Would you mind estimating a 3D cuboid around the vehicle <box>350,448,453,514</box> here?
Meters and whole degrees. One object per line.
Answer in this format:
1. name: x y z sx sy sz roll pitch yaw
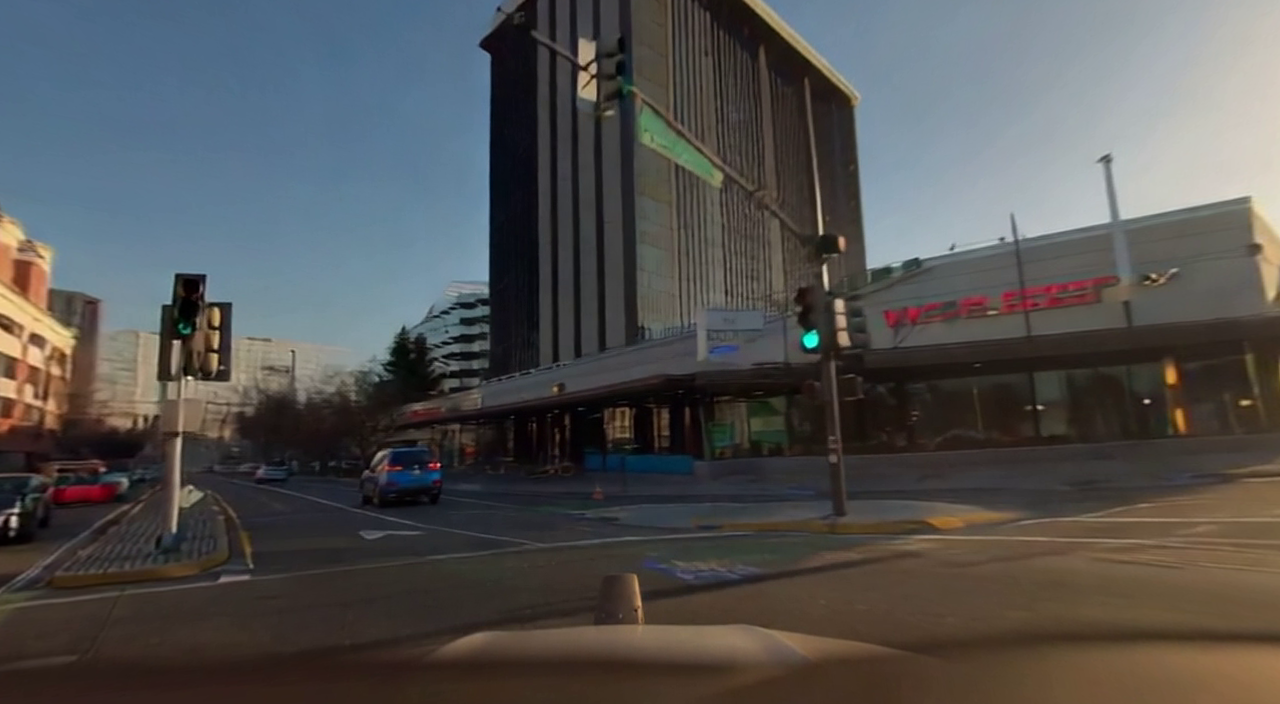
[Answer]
1. vehicle: -7.624 3.951 19.927 2.238 1.762 4.445 4 -10 -30
